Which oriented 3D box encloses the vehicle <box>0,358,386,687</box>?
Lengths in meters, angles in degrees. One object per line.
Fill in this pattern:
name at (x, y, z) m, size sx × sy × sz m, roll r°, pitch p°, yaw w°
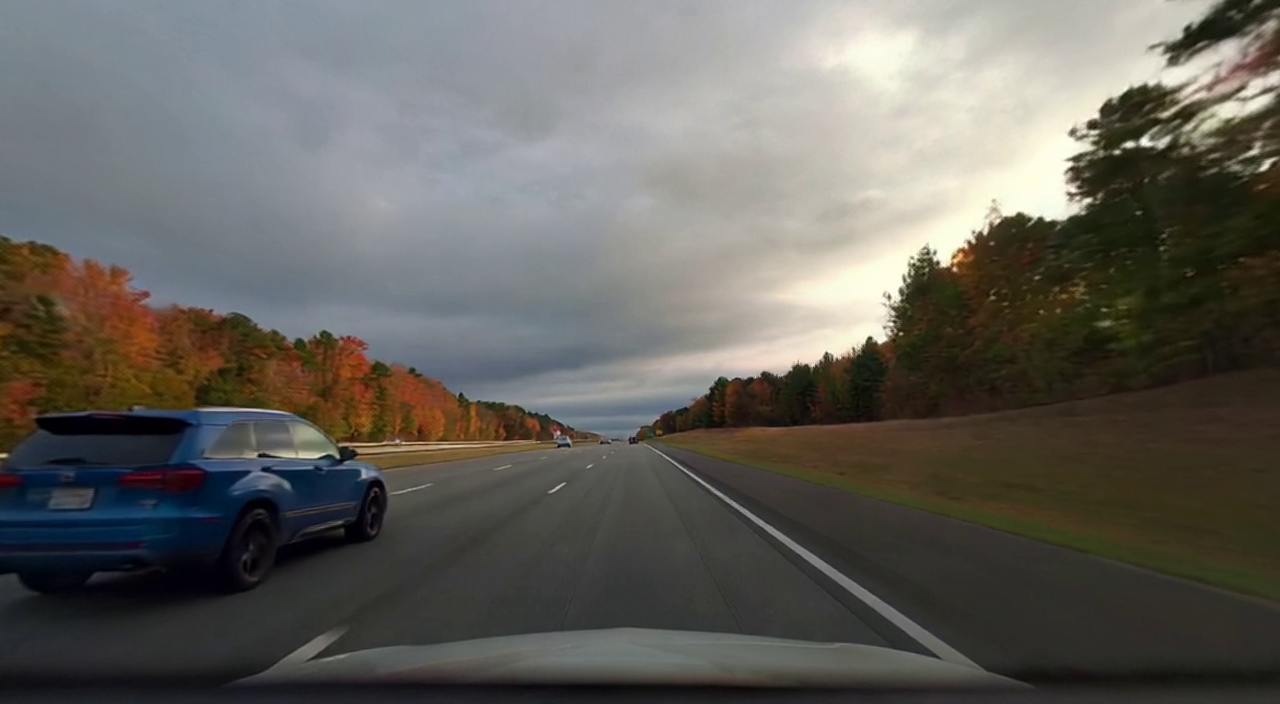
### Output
vehicle at (-4.232, 1.166, 5.526) m, size 2.057 × 1.666 × 4.552 m, roll 0°, pitch -8°, yaw 0°
